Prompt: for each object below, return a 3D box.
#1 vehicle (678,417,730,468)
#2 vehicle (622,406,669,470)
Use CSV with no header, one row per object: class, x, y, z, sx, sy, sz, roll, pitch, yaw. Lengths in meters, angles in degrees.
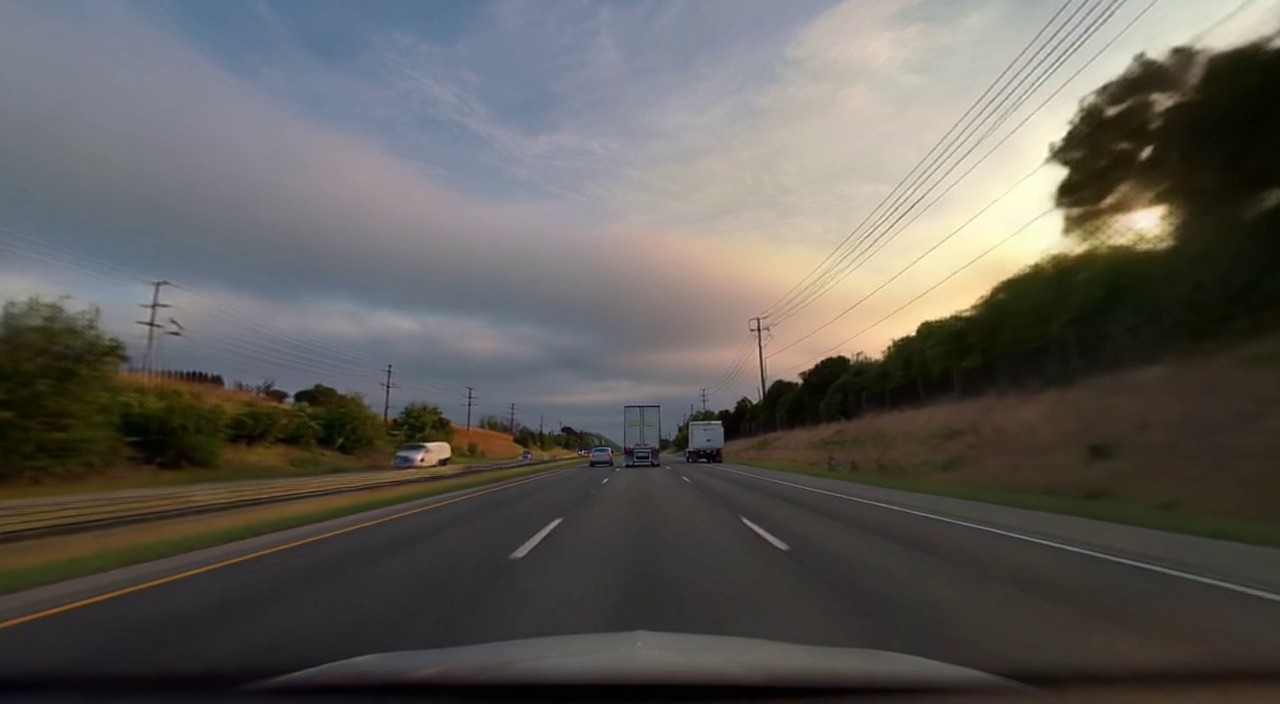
vehicle,4.545,6.761,46.533,2.938,3.378,8.820,0,-9,0
vehicle,0.321,6.575,47.013,2.997,4.076,13.224,0,-9,0
